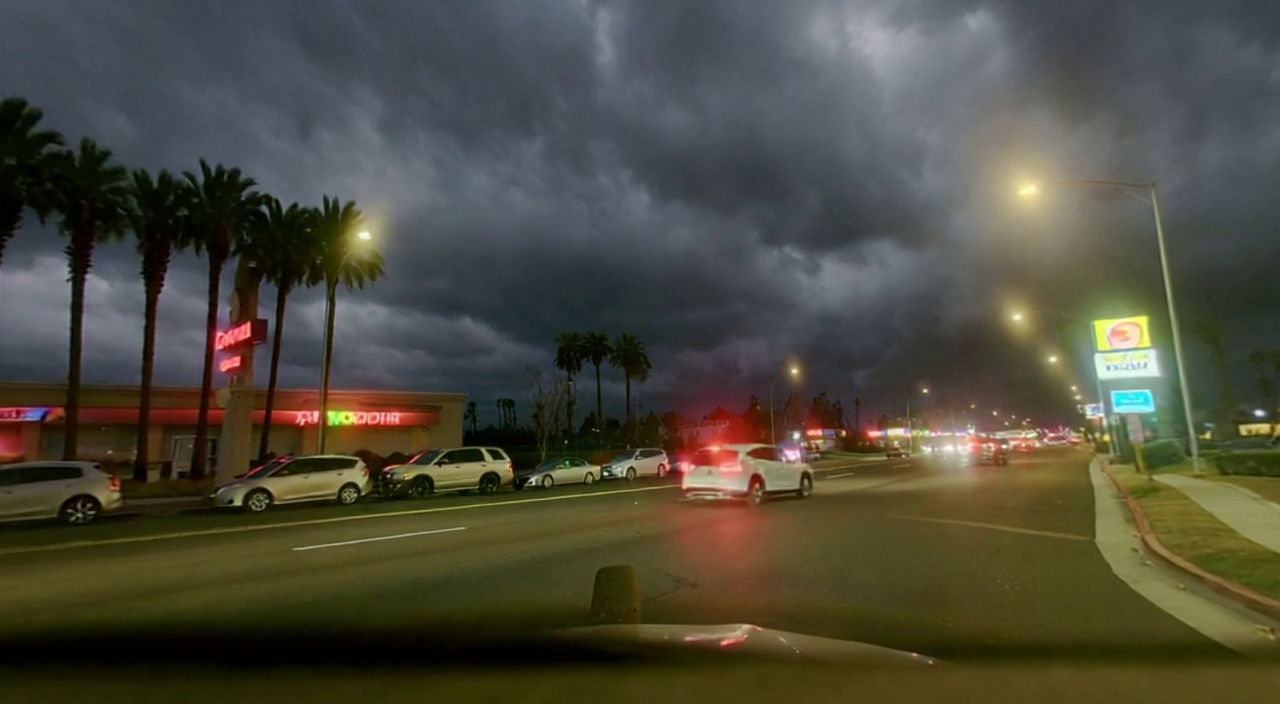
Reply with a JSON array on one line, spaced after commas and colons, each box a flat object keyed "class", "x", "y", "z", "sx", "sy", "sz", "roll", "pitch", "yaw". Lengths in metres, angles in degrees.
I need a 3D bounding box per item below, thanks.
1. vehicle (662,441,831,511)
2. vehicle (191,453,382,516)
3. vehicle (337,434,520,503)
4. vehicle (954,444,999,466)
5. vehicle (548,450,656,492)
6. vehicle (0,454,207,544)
[{"class": "vehicle", "x": 2.967, "y": 3.137, "z": 16.599, "sx": 2.232, "sy": 1.513, "sz": 5.090, "roll": -6, "pitch": -11, "yaw": 37}, {"class": "vehicle", "x": -10.559, "y": 3.901, "z": 19.143, "sx": 1.900, "sy": 1.615, "sz": 4.573, "roll": -6, "pitch": -11, "yaw": 37}, {"class": "vehicle", "x": -6.161, "y": 3.597, "z": 19.010, "sx": 1.989, "sy": 1.792, "sz": 4.884, "roll": -9, "pitch": -15, "yaw": 36}, {"class": "vehicle", "x": 24.431, "y": 7.399, "z": 45.572, "sx": 2.035, "sy": 1.485, "sz": 4.849, "roll": -6, "pitch": -11, "yaw": 37}, {"class": "vehicle", "x": -1.404, "y": 4.647, "z": 25.003, "sx": 1.837, "sy": 1.468, "sz": 4.389, "roll": -6, "pitch": -11, "yaw": 37}, {"class": "vehicle", "x": -11.423, "y": 2.736, "z": 12.006, "sx": 1.854, "sy": 1.482, "sz": 4.756, "roll": -6, "pitch": -11, "yaw": 37}]
